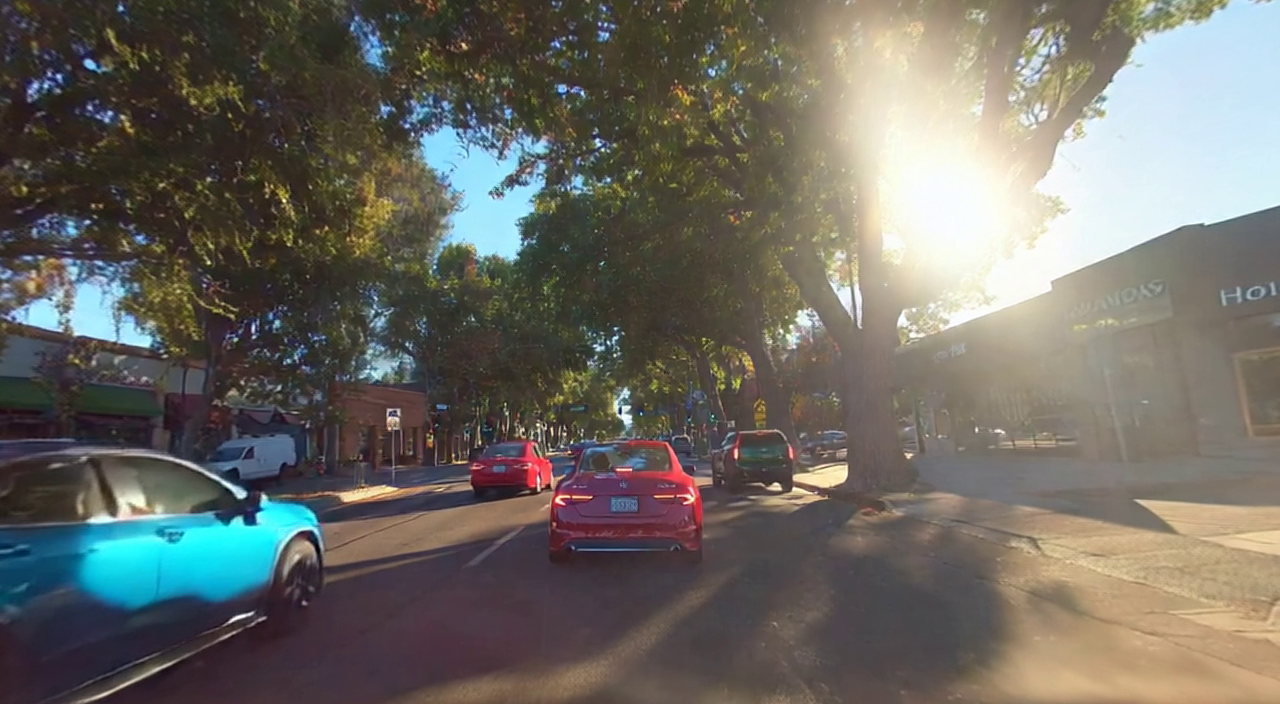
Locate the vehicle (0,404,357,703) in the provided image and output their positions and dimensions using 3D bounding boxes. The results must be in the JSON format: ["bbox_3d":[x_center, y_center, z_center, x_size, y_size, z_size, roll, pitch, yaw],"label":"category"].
[{"bbox_3d":[-3.356,1.012,2.868,2.029,1.456,4.414,0,-9,1],"label":"vehicle"}]

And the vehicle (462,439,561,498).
[{"bbox_3d":[-3.484,3.237,17.898,1.905,1.473,4.016,0,-9,1],"label":"vehicle"}]

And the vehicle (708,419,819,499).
[{"bbox_3d":[3.329,3.018,18.071,2.152,1.987,4.527,0,-9,-2],"label":"vehicle"}]

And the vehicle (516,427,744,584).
[{"bbox_3d":[-0.115,1.769,8.091,2.160,1.482,4.037,0,-9,-1],"label":"vehicle"}]
